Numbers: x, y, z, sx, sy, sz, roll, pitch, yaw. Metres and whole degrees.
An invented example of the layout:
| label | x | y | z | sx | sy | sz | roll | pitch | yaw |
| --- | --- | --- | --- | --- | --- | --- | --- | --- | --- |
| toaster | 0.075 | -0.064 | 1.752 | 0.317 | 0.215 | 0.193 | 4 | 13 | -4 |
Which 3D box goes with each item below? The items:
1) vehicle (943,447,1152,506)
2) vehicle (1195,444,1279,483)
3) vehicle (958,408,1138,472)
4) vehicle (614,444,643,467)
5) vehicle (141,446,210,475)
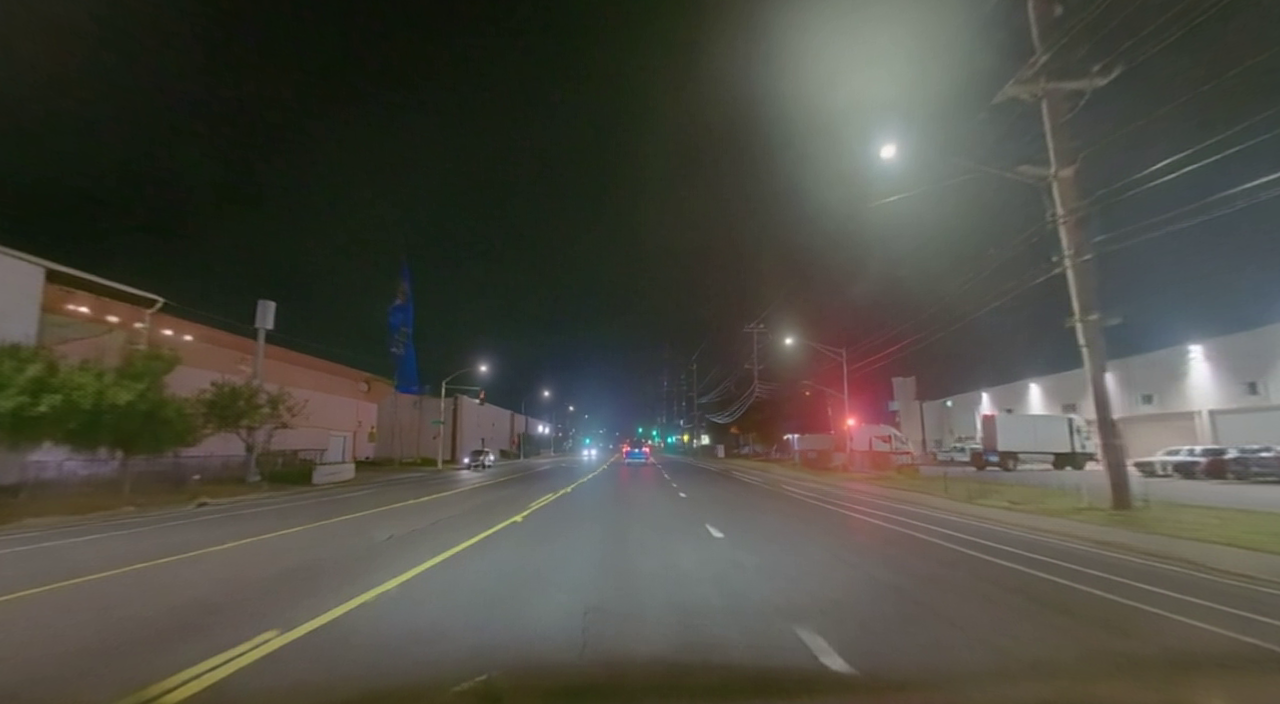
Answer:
| label | x | y | z | sx | sy | sz | roll | pitch | yaw |
| --- | --- | --- | --- | --- | --- | --- | --- | --- | --- |
| vehicle | 11.760 | 3.594 | 18.488 | 4.758 | 1.496 | 1.871 | -2 | -9 | -1 |
| vehicle | 25.554 | 4.583 | 26.029 | 3.575 | 1.521 | 1.803 | -1 | -9 | 1 |
| vehicle | 24.644 | 5.389 | 38.495 | 8.701 | 3.665 | 2.906 | -1 | -9 | 1 |
| vehicle | -0.802 | 7.395 | 45.220 | 1.937 | 1.588 | 3.746 | 0 | -9 | 0 |
| vehicle | -31.603 | 7.346 | 42.918 | 4.992 | 1.876 | 2.169 | -6 | -11 | 35 |
